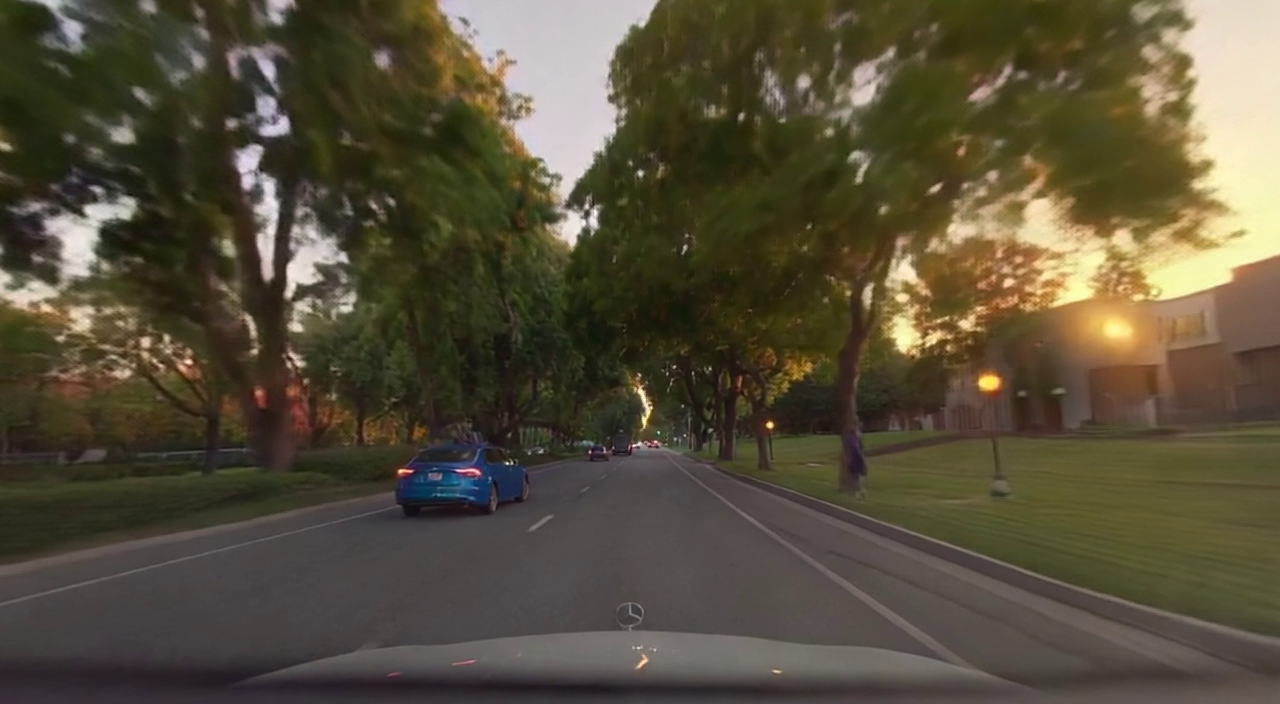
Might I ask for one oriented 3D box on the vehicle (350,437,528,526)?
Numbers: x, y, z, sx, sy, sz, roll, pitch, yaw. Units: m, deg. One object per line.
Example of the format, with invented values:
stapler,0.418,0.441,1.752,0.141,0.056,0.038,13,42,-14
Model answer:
vehicle,-3.732,2.494,12.738,2.033,1.454,4.512,0,-9,1
